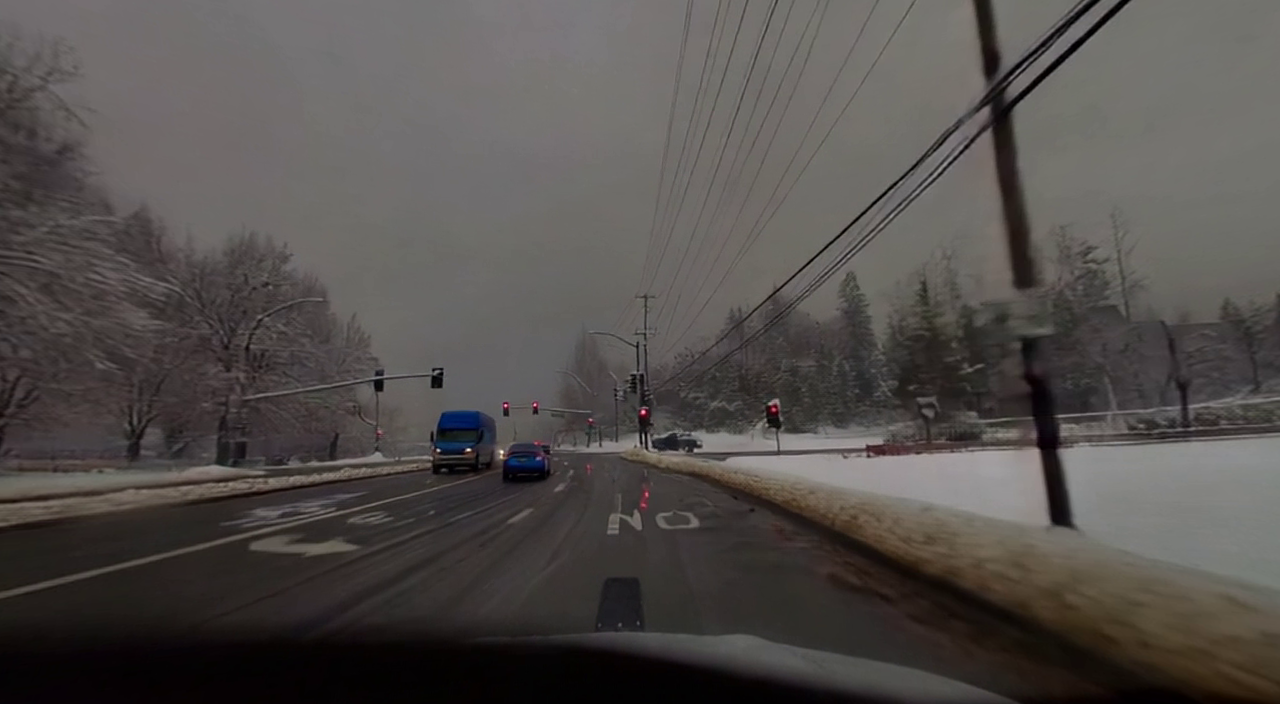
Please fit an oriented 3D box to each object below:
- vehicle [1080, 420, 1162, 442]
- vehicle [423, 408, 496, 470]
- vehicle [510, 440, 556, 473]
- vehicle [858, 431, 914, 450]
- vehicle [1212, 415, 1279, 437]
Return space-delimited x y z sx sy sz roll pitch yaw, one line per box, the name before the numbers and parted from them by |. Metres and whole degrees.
vehicle | 38.107 6.283 49.994 4.643 1.620 1.938 -2 -9 13
vehicle | -9.397 4.670 33.504 2.461 2.889 6.776 1 -9 -6
vehicle | -5.336 5.265 31.906 2.019 1.485 4.565 1 -9 -7
vehicle | 19.391 6.993 49.628 3.718 1.480 1.981 4 -9 -21
vehicle | 46.704 5.666 47.766 4.373 1.593 1.908 -2 -9 15
